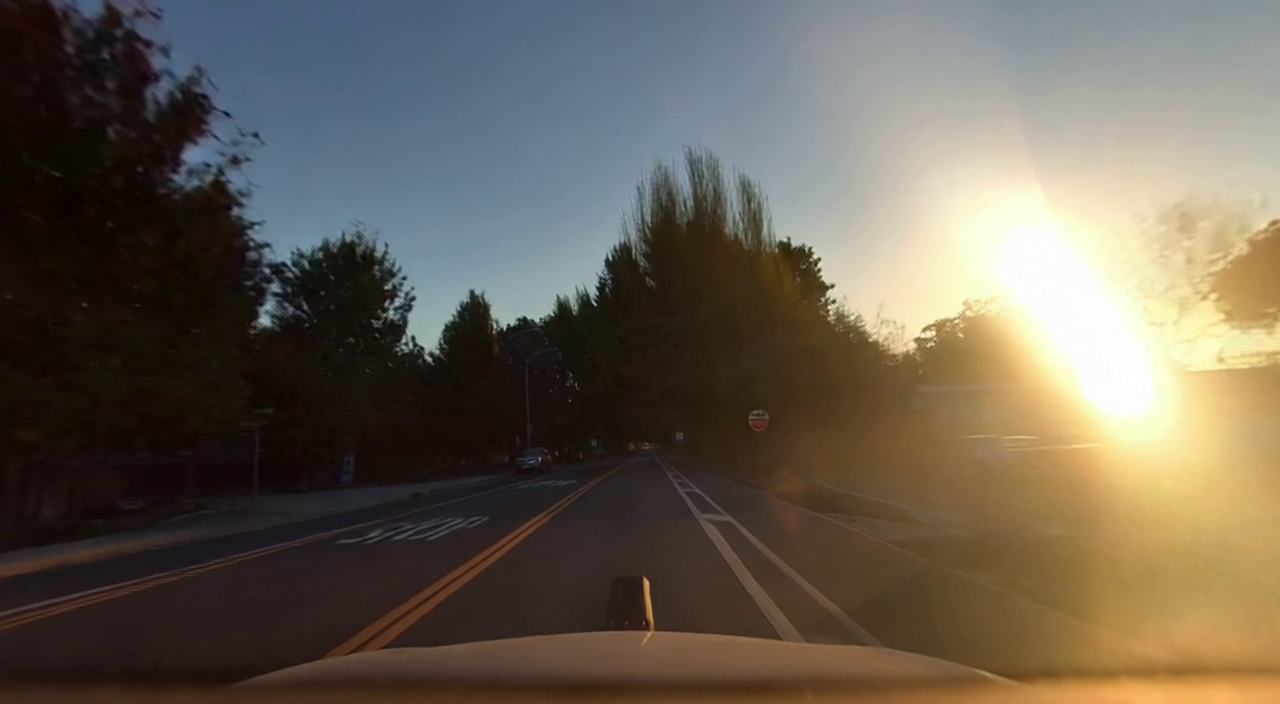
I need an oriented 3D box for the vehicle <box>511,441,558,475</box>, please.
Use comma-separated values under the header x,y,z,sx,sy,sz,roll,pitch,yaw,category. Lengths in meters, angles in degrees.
x,y,z,sx,sy,sz,roll,pitch,yaw,category
-6.153,6.300,37.258,1.992,1.797,4.372,-2,-10,1,vehicle
